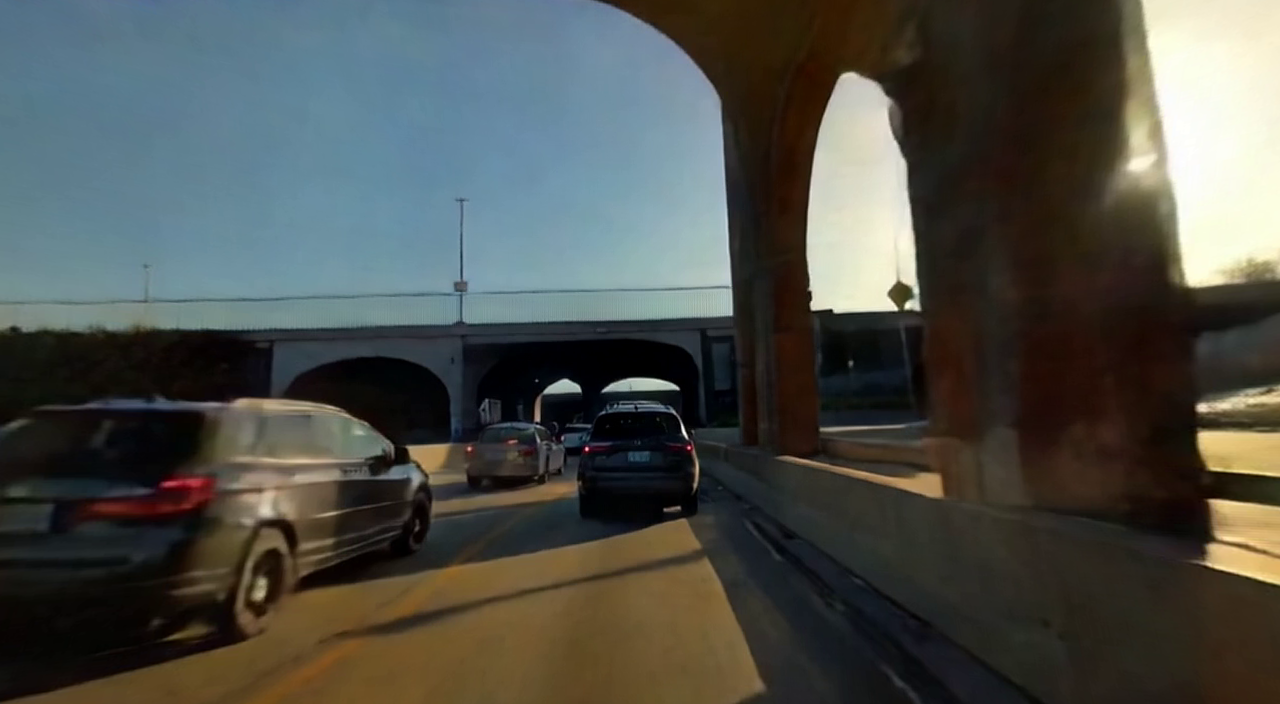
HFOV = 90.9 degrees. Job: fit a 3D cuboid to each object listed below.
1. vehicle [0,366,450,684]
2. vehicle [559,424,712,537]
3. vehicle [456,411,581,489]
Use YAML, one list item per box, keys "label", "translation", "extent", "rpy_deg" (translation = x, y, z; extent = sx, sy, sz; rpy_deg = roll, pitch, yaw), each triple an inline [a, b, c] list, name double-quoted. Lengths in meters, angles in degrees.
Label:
- label: "vehicle"
  translation: [-3.536, 1.292, 5.864]
  extent: [2.017, 1.761, 4.572]
  rpy_deg: [0, -8, 1]
- label: "vehicle"
  translation: [0.015, 2.009, 10.442]
  extent: [2.020, 1.478, 4.092]
  rpy_deg: [-1, -8, 2]
- label: "vehicle"
  translation: [-3.330, 2.886, 18.753]
  extent: [2.329, 1.948, 5.800]
  rpy_deg: [-1, -8, 3]
